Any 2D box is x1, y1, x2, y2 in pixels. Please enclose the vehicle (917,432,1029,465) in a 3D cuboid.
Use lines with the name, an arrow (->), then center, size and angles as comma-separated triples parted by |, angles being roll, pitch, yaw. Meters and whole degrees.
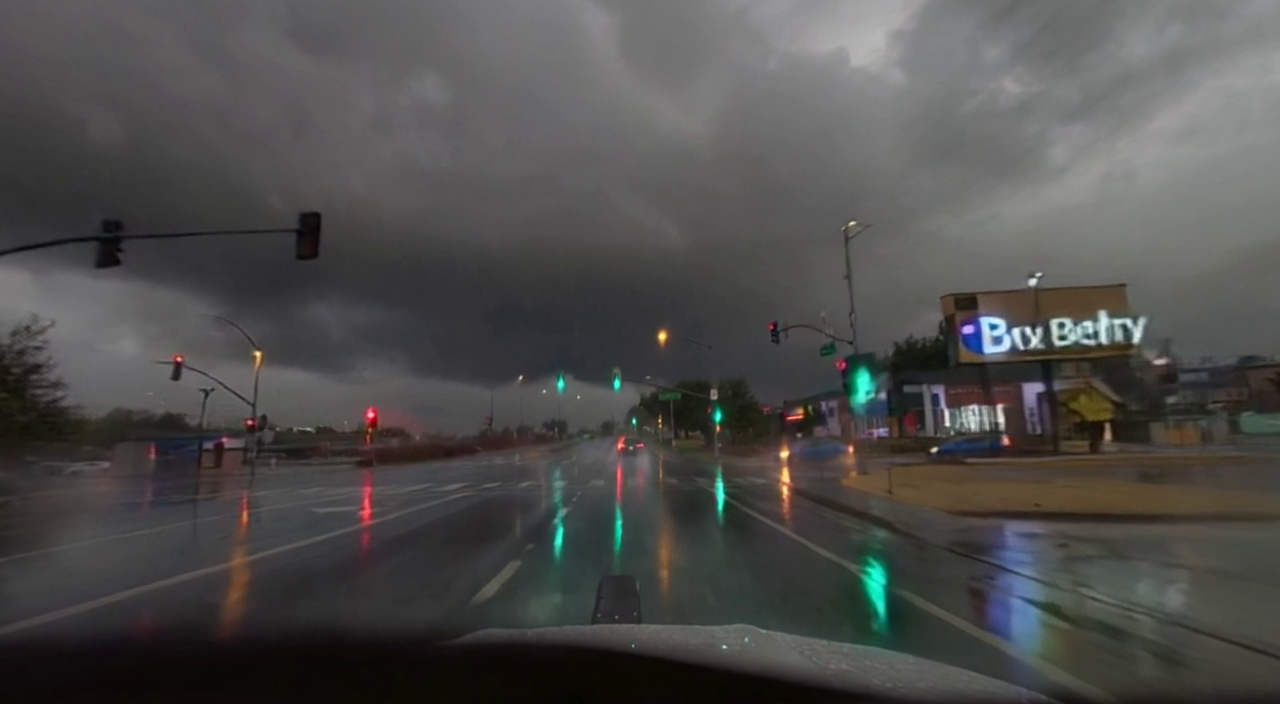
vehicle -> 17.448, 5.085, 33.251 | 4.710, 1.588, 2.053 | -1, -9, -2

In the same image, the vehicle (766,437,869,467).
vehicle -> 9.262, 5.268, 33.257 | 4.794, 1.511, 1.992 | 1, -9, -3

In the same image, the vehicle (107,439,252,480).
vehicle -> -34.747, 8.150, 47.927 | 8.399, 2.938, 2.801 | 1, -9, -4

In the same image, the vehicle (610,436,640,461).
vehicle -> -1.068, 6.922, 45.298 | 2.024, 1.628, 4.774 | 0, -9, -1
